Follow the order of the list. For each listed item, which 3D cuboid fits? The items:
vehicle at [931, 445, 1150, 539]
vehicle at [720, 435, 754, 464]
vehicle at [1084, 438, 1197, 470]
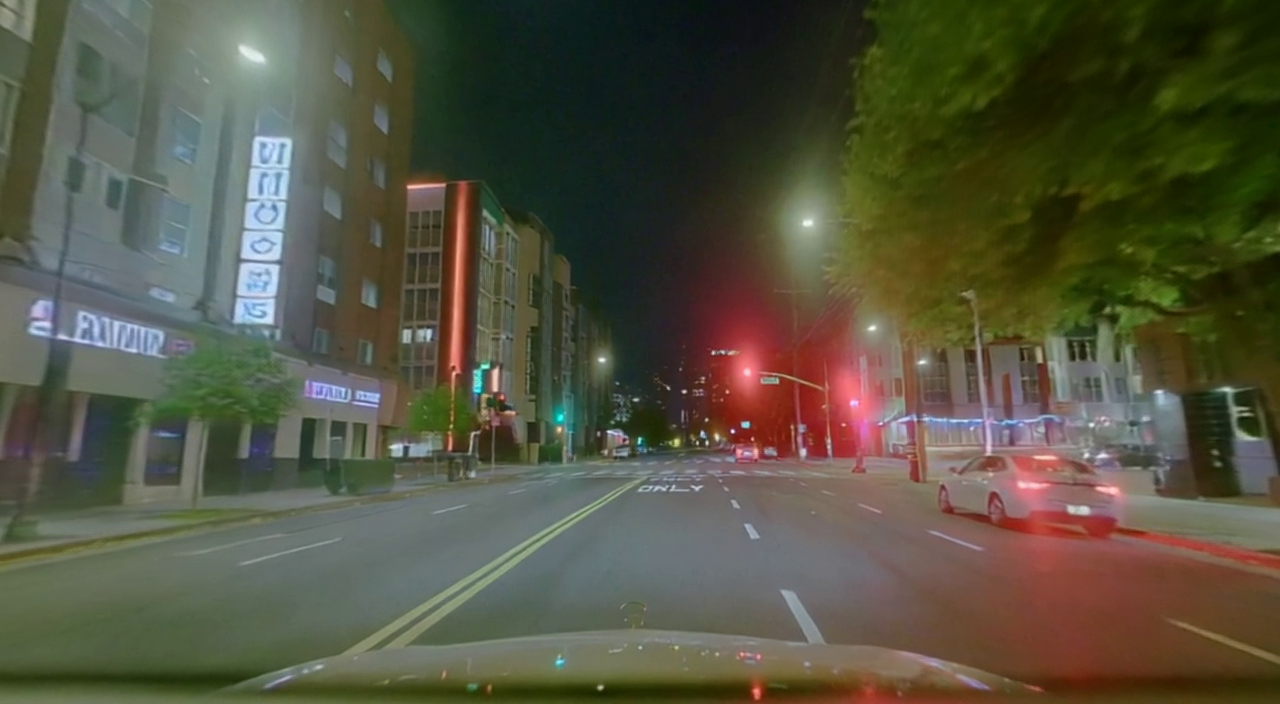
[{"bbox_3d":[7.426,2.561,12.279,1.759,1.488,4.124,-1,-8,4],"label":"vehicle"},{"bbox_3d":[6.698,6.762,43.910,1.971,1.919,4.748,-1,-8,5],"label":"vehicle"},{"bbox_3d":[28.587,5.818,36.135,4.525,1.769,2.180,0,-8,2],"label":"vehicle"}]
